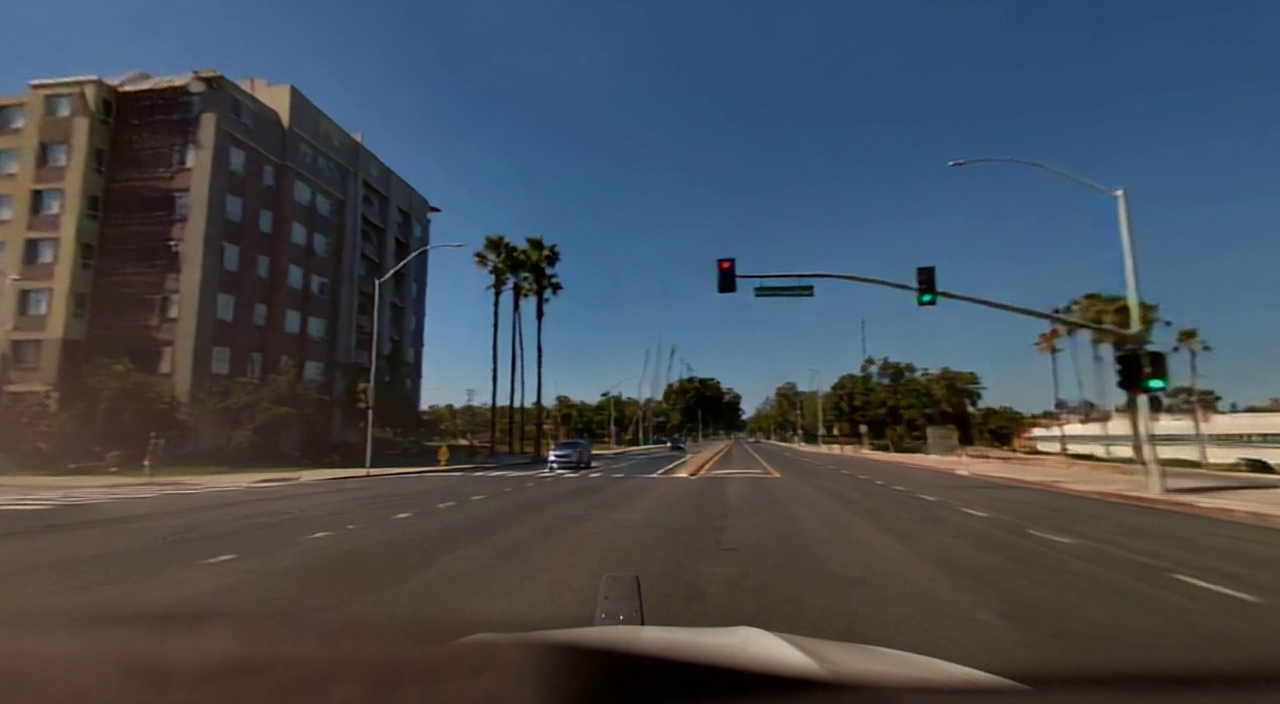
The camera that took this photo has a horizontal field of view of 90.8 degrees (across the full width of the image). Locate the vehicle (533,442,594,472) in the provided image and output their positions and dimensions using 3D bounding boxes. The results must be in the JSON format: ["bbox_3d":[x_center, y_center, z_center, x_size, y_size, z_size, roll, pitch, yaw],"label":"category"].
[{"bbox_3d":[-3.933,5.518,33.340,2.149,1.477,4.186,-1,-9,9],"label":"vehicle"}]
